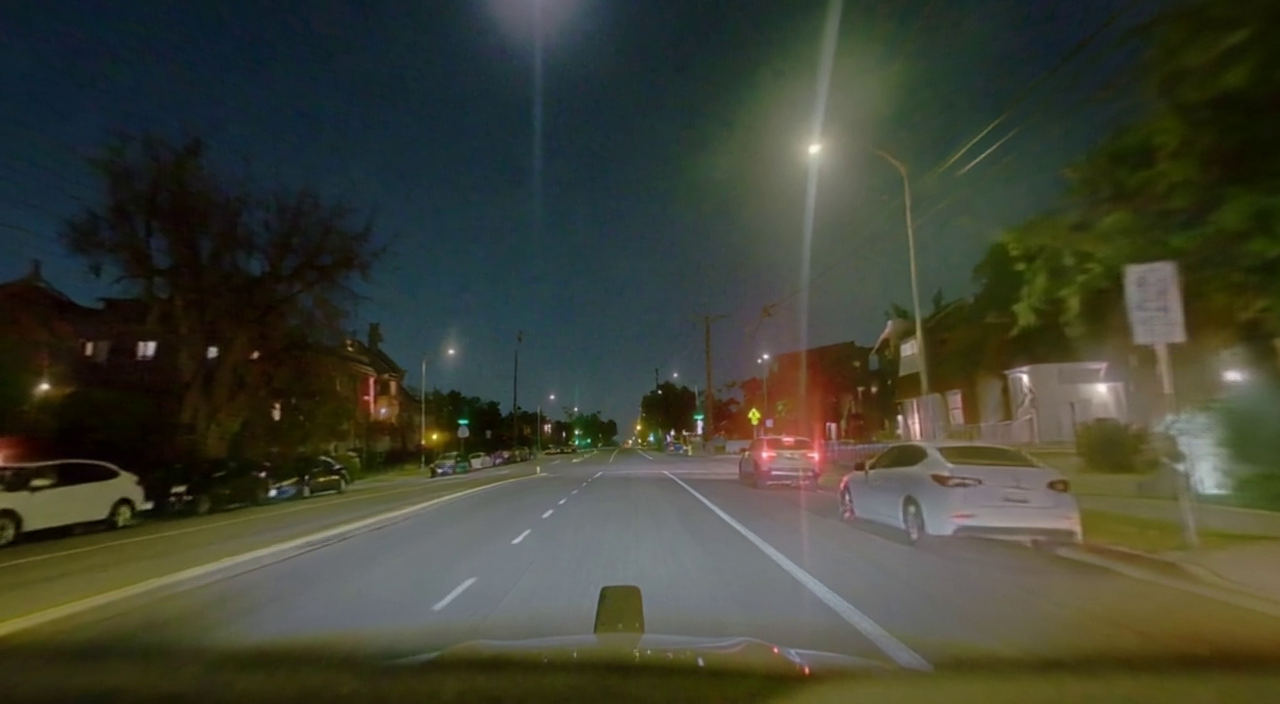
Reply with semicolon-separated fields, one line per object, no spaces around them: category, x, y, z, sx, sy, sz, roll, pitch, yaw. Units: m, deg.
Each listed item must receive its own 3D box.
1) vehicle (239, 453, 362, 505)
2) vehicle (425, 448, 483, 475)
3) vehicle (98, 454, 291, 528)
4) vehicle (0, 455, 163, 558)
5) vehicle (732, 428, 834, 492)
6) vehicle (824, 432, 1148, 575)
vehicle;-11.209;4.190;21.250;1.778;1.470;4.217;0;-8;0
vehicle;-11.416;6.740;39.081;1.970;1.523;4.702;0;-8;2
vehicle;-11.013;3.406;16.131;1.804;1.513;4.450;0;-8;-2
vehicle;-10.978;2.595;10.901;1.955;1.522;4.759;0;-8;-3
vehicle;4.403;3.403;20.204;2.126;1.802;4.259;0;-8;-2
vehicle;4.275;1.913;8.883;1.989;1.471;4.460;0;-8;-1
